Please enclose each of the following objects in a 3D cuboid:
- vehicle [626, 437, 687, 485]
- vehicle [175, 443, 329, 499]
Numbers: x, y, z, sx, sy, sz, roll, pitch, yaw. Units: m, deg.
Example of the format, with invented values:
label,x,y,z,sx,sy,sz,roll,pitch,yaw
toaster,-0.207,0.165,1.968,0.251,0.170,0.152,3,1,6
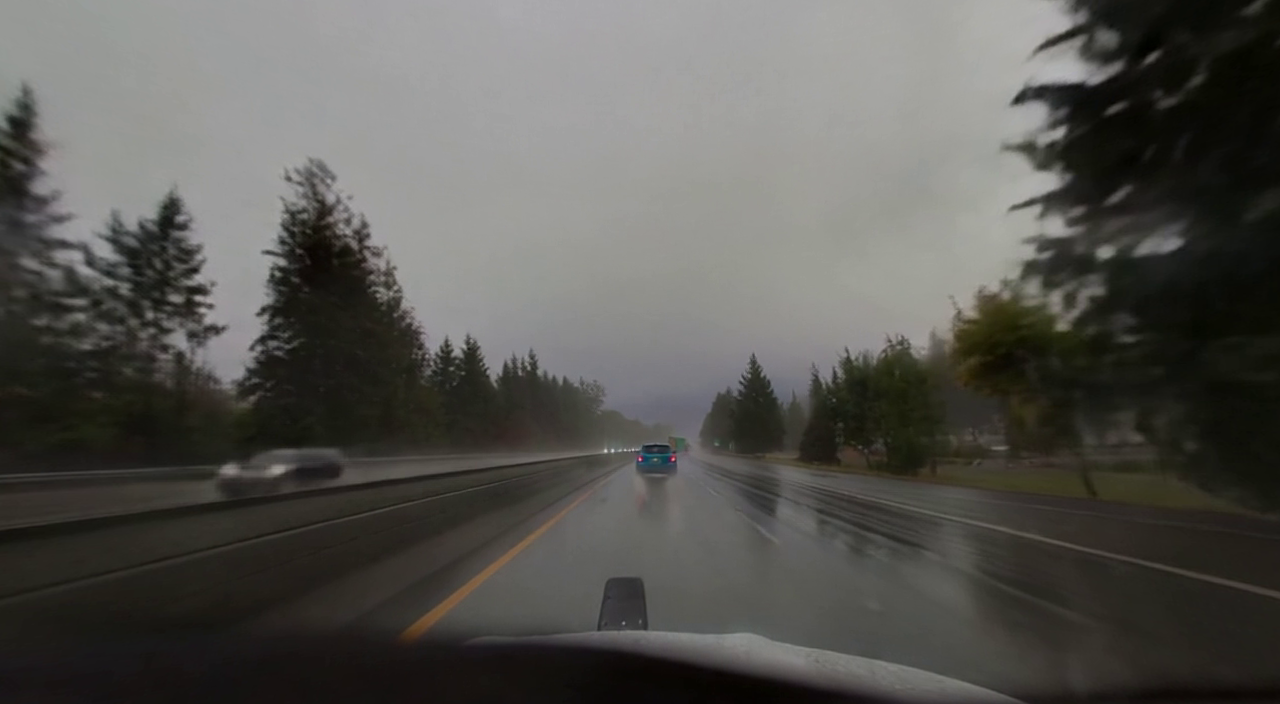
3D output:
label,x,y,z,sx,sy,sz,roll,pitch,yaw
vehicle,0.617,4.265,24.794,2.190,1.706,4.062,0,-9,1
vehicle,-11.512,3.533,19.111,1.995,1.478,4.157,0,-9,1
